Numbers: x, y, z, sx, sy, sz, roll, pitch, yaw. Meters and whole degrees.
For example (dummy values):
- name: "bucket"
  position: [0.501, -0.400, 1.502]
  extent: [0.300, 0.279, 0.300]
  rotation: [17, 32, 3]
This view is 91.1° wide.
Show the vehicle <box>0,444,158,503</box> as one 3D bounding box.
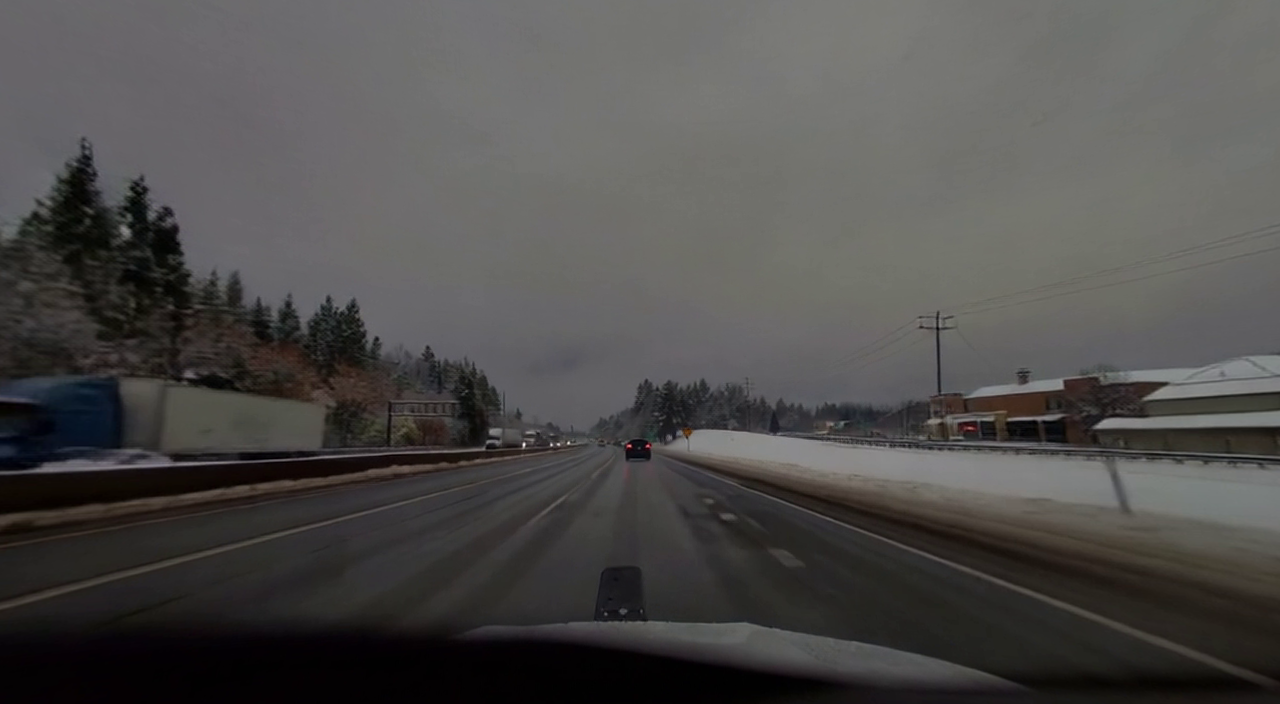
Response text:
- name: "vehicle"
  position: [-17.206, 3.504, 18.659]
  extent: [1.988, 1.500, 4.746]
  rotation: [0, -8, 0]

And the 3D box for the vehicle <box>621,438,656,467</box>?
- name: "vehicle"
  position: [-0.128, 6.208, 38.965]
  extent: [2.029, 1.666, 4.064]
  rotation: [0, -8, -1]

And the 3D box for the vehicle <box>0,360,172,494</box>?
- name: "vehicle"
  position: [-21.157, 2.701, 21.889]
  extent: [3.030, 4.070, 8.415]
  rotation: [0, -8, 0]
